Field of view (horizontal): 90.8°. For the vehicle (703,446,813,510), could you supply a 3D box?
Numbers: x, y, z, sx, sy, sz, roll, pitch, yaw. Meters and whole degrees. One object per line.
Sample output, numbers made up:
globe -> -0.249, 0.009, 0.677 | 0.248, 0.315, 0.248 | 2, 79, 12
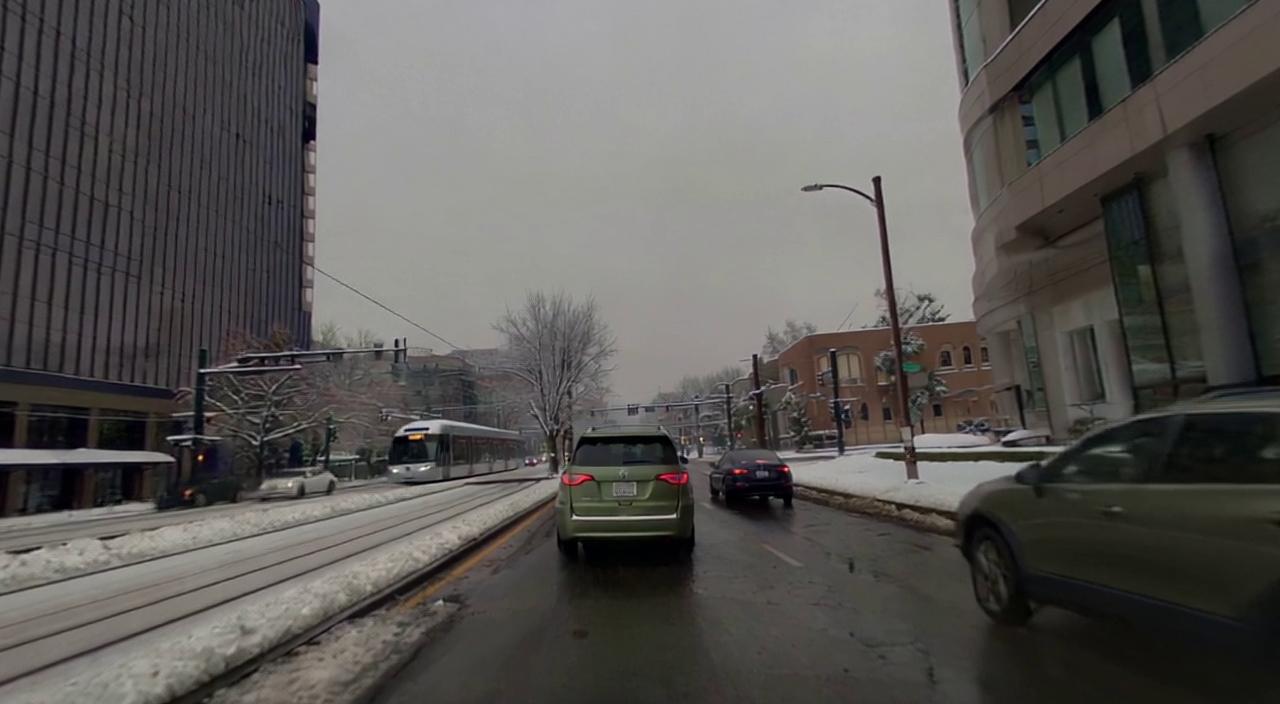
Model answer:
vehicle -> 2.990, 3.296, 17.057 | 1.993, 1.480, 4.324 | 0, -9, -2

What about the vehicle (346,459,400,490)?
vehicle -> -19.189, 8.794, 45.653 | 1.933, 1.919, 4.913 | 0, -9, -3

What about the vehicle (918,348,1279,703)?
vehicle -> 3.538, 0.968, 3.281 | 2.029, 1.717, 4.624 | 0, -9, 0

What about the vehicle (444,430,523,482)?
vehicle -> -11.107, 7.507, 46.183 | 3.053, 3.359, 10.539 | 0, -9, 0

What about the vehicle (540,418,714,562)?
vehicle -> -0.245, 2.051, 10.140 | 2.178, 1.779, 4.255 | 0, -9, -2

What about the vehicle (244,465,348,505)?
vehicle -> -15.153, 5.858, 28.190 | 2.077, 1.458, 4.718 | 0, -9, -1

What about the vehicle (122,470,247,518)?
vehicle -> -19.249, 5.986, 27.036 | 2.066, 1.700, 4.536 | 0, -9, -2
